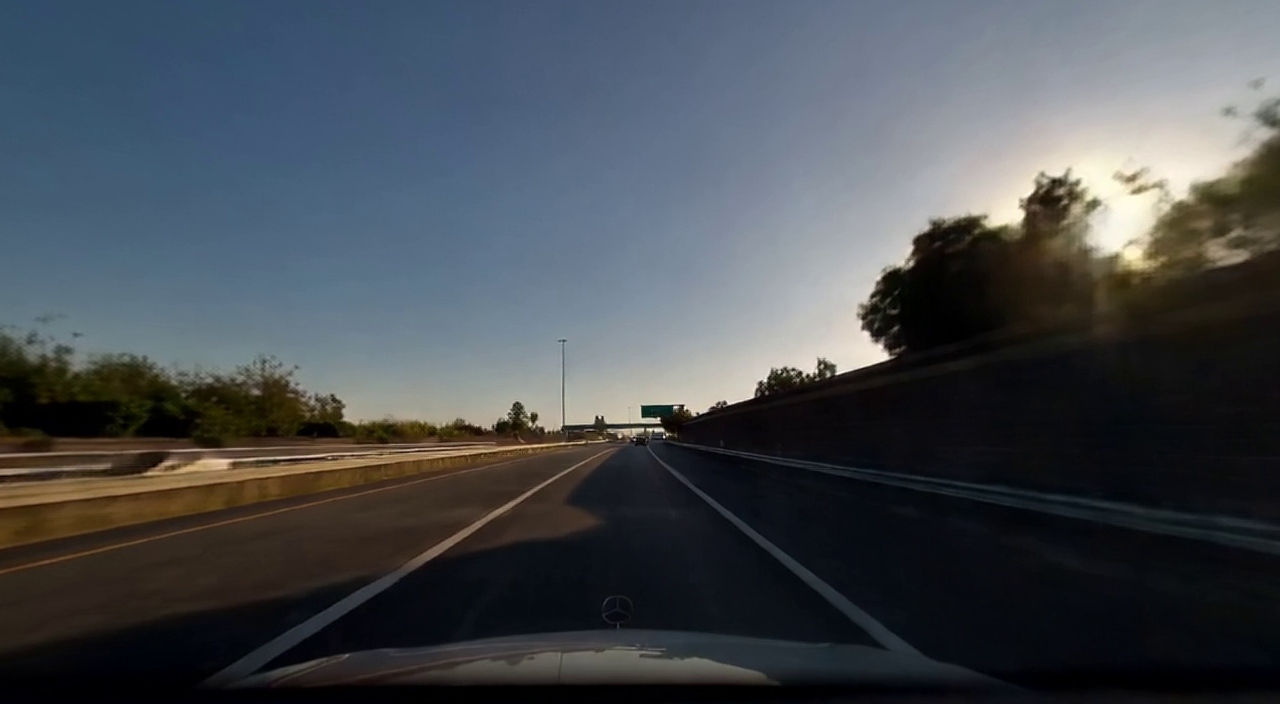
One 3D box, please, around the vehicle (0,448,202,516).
[{"bbox_3d":[-14.183,3.340,16.768,1.854,1.495,4.452,0,-8,-2],"label":"vehicle"}]
